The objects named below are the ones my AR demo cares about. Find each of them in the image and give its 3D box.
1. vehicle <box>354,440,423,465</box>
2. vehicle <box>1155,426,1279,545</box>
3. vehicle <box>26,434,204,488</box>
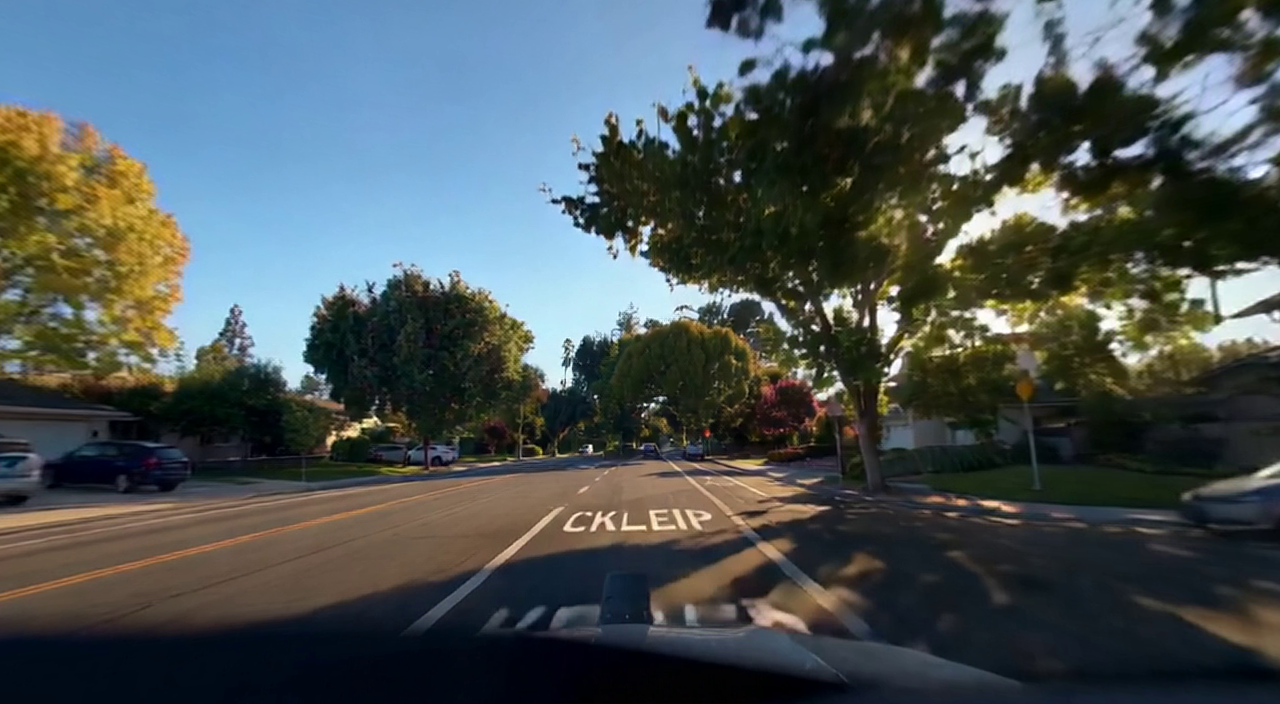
[{"bbox_3d":[-18.887,7.546,47.353,4.372,1.745,2.017,6,-10,-35],"label":"vehicle"},{"bbox_3d":[10.728,1.832,8.871,4.818,1.525,2.163,-1,-9,10],"label":"vehicle"},{"bbox_3d":[-19.219,3.994,23.265,4.630,1.896,2.092,0,-9,0],"label":"vehicle"}]
